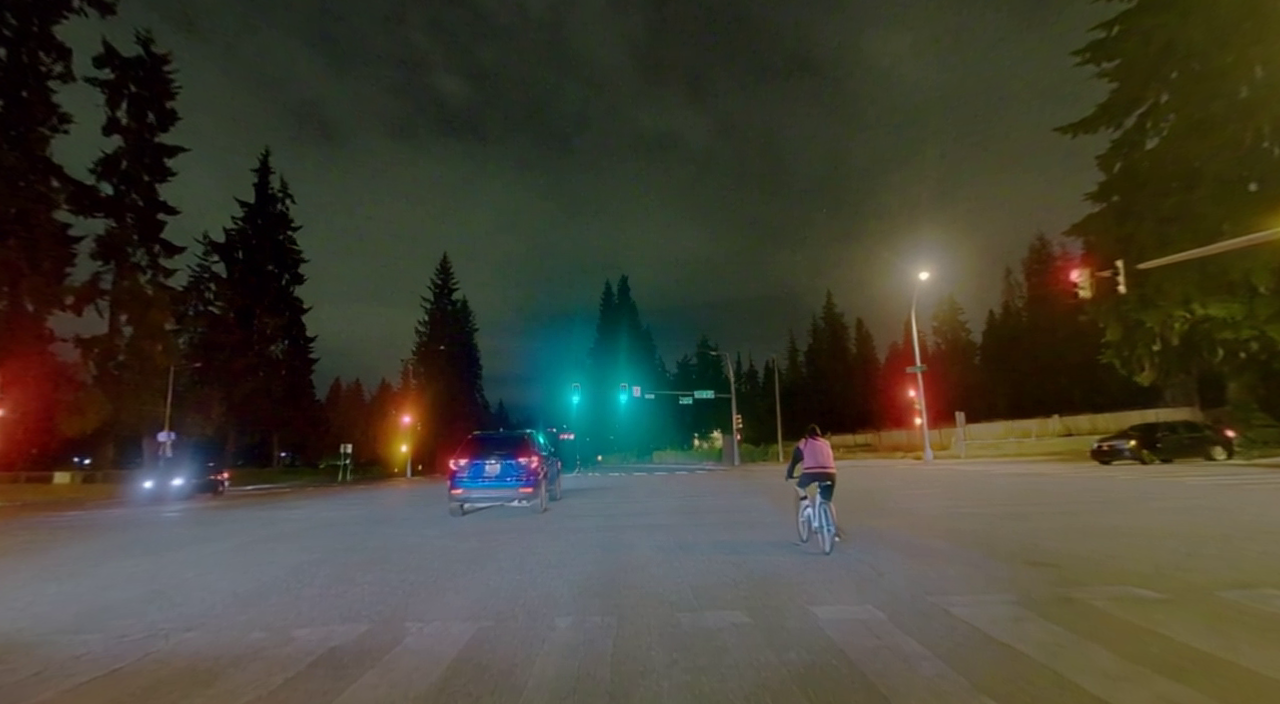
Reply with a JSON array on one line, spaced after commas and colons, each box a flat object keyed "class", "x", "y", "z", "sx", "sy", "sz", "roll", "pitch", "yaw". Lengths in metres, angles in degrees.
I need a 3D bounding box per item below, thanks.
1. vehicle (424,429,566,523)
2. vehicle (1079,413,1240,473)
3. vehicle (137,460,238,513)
[{"class": "vehicle", "x": -3.001, "y": 2.689, "z": 14.254, "sx": 2.049, "sy": 1.756, "sz": 4.602, "roll": 0, "pitch": -9, "yaw": 1}, {"class": "vehicle", "x": 18.928, "y": 3.327, "z": 23.085, "sx": 4.237, "sy": 1.948, "sz": 1.997, "roll": -1, "pitch": -9, "yaw": -8}, {"class": "vehicle", "x": -15.032, "y": 4.411, "z": 21.215, "sx": 2.171, "sy": 1.474, "sz": 4.513, "roll": 5, "pitch": -10, "yaw": -29}]
